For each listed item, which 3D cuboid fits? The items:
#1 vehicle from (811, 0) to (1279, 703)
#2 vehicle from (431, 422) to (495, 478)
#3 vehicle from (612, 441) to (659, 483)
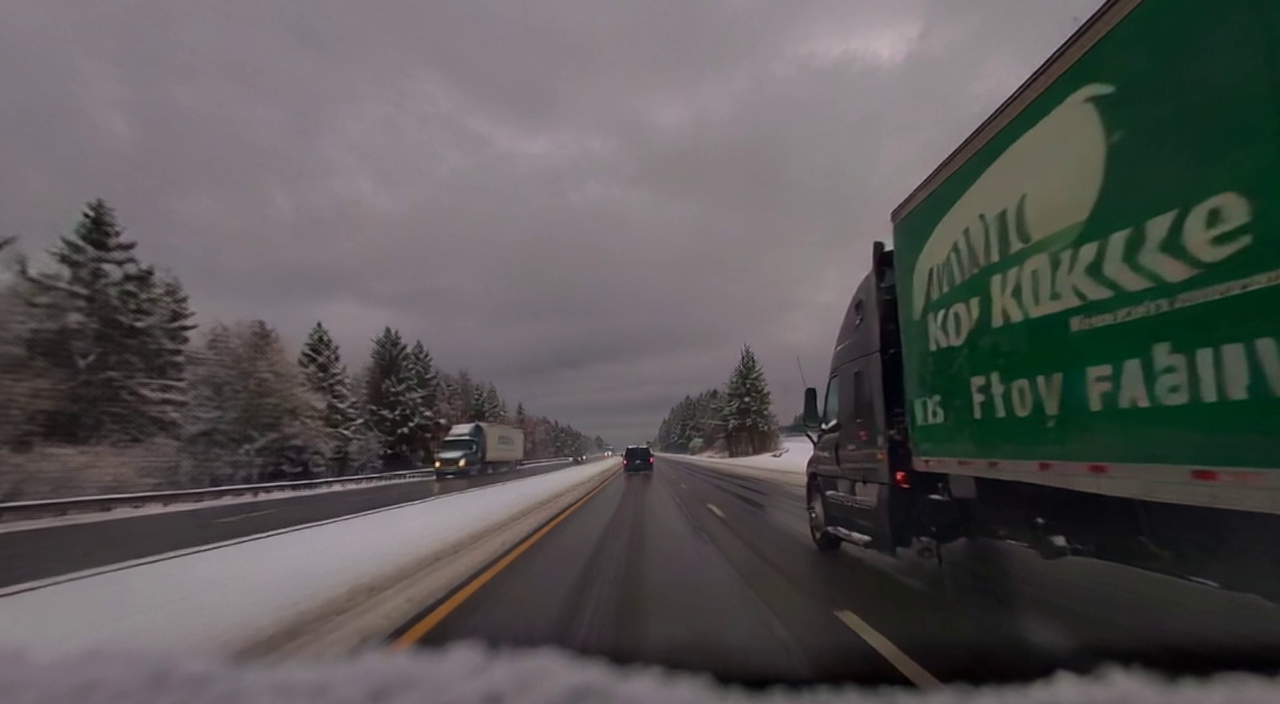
[{"bbox_3d":[4.326,-0.075,3.723,3.030,3.985,12.707,0,-9,0],"label":"vehicle"},{"bbox_3d":[-13.333,7.461,47.996,3.008,3.963,5.909,0,-9,1],"label":"vehicle"},{"bbox_3d":[-0.221,5.270,30.450,2.105,1.865,4.102,0,-9,0],"label":"vehicle"}]
